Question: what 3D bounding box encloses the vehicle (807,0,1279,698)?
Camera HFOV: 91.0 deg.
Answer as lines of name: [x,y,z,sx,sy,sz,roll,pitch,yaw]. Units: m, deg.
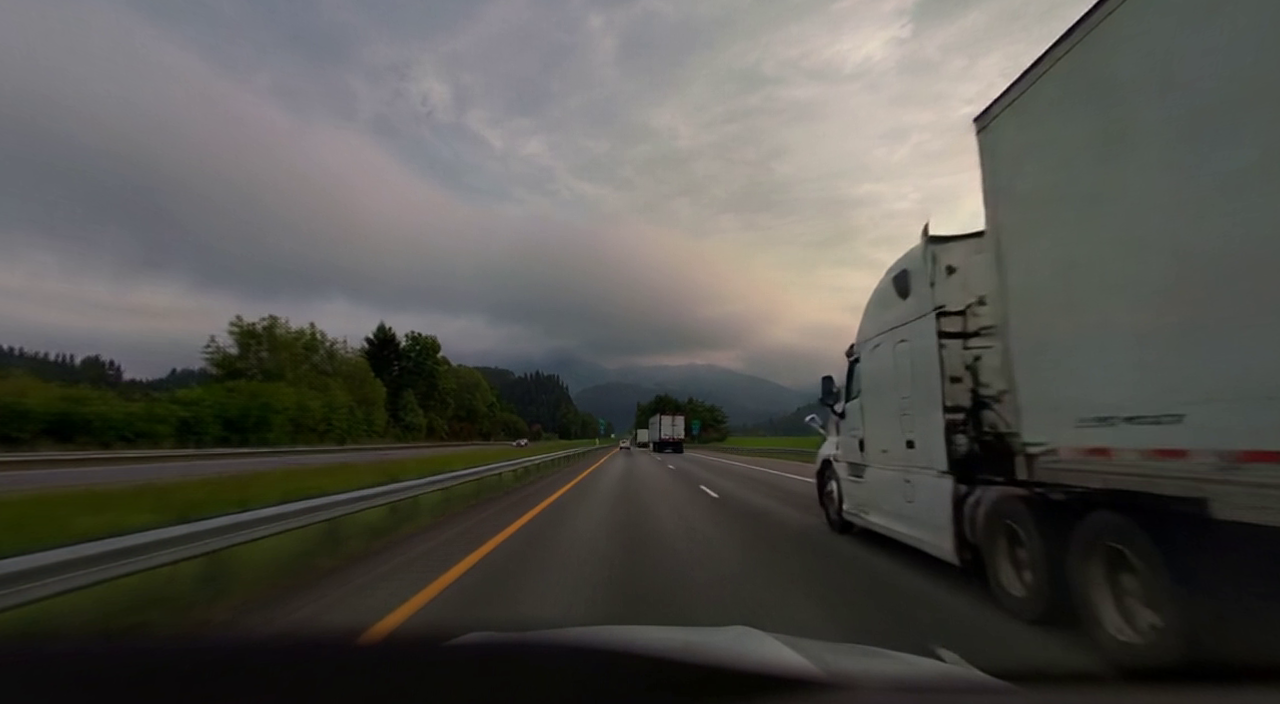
vehicle: [4.181,0.223,6.496,3.073,3.927,6.116,0,-8,-1]
